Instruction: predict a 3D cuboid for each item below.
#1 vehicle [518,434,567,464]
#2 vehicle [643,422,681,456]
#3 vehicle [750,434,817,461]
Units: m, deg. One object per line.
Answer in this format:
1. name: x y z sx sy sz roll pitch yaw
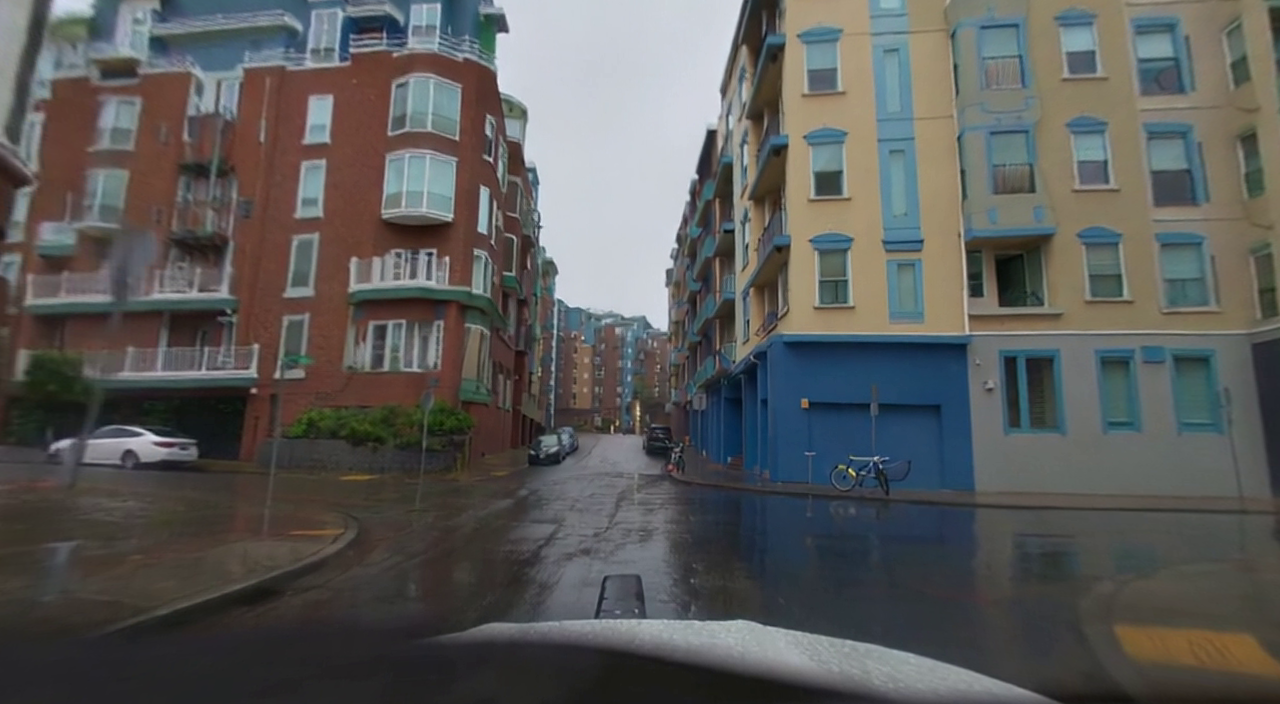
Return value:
1. vehicle: -4.839 4.864 31.690 1.897 1.431 3.741 0 -8 0
2. vehicle: 1.359 5.646 40.894 2.072 2.074 4.358 1 -8 -3
3. vehicle: 8.150 5.450 35.885 3.404 1.431 1.641 1 -8 -1
